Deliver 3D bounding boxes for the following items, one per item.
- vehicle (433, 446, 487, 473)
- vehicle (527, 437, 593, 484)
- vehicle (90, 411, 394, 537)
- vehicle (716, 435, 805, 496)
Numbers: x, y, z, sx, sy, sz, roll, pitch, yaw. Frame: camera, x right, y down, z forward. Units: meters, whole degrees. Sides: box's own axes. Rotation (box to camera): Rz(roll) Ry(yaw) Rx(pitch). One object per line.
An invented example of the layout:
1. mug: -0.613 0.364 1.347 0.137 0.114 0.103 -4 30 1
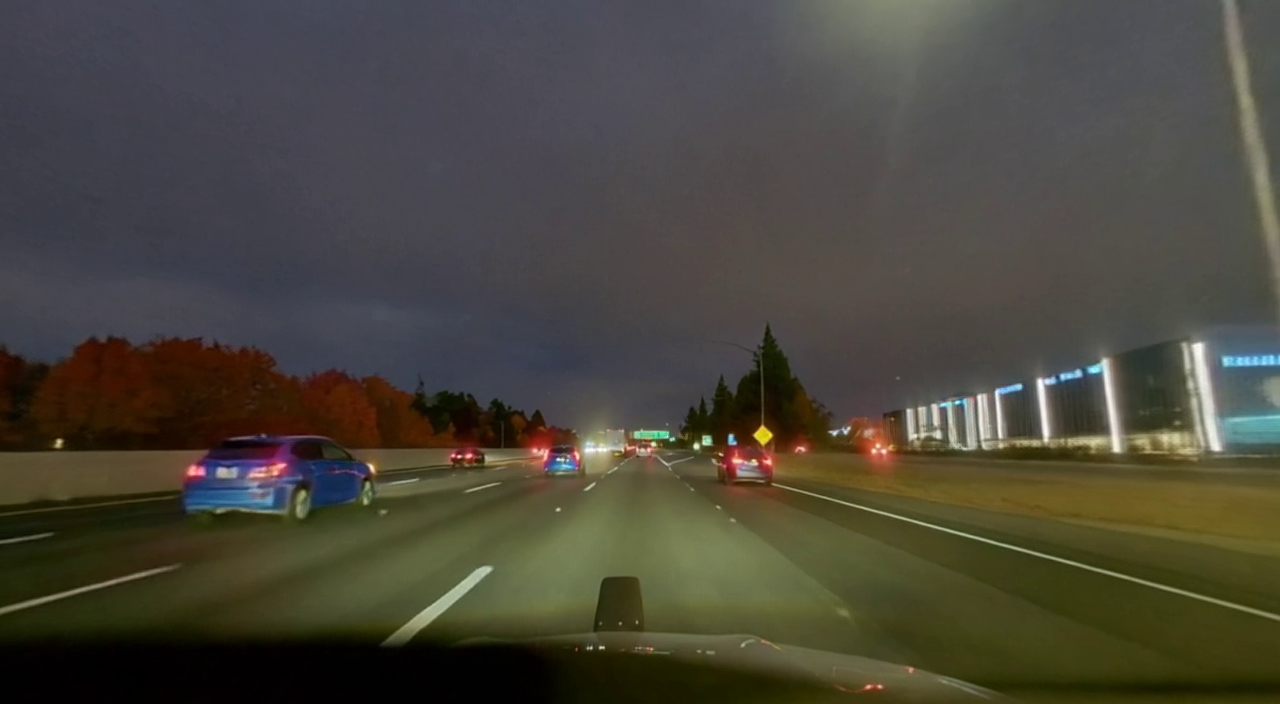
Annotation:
1. vehicle: -10.831 6.500 38.240 1.919 1.509 4.265 0 -9 1
2. vehicle: -3.203 4.471 26.131 2.111 1.742 4.315 0 -9 1
3. vehicle: -7.007 2.234 12.128 2.314 1.842 5.279 0 -9 1
4. vehicle: 3.798 3.654 20.669 2.101 1.742 4.495 0 -9 1
